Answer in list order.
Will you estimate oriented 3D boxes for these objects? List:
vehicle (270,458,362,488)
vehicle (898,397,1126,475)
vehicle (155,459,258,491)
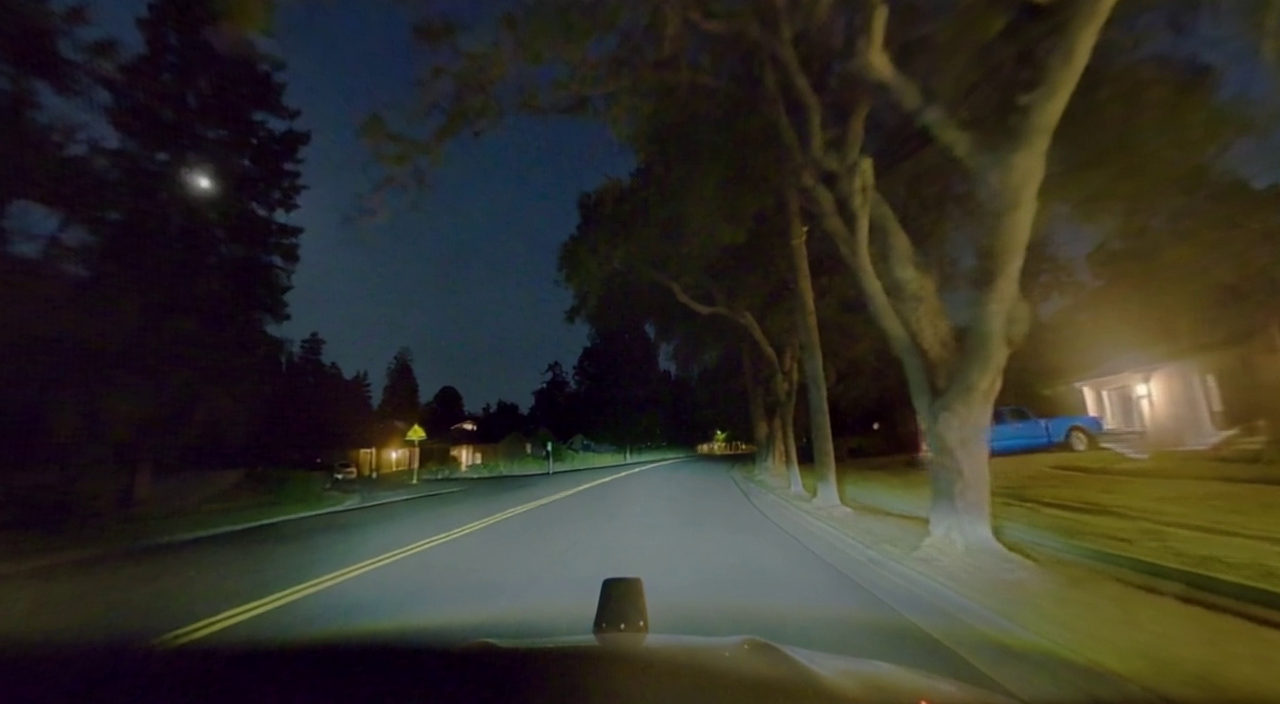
[{"bbox_3d":[-18.374,6.853,35.838,4.270,1.481,1.972,-4,-9,10],"label":"vehicle"},{"bbox_3d":[11.642,2.752,20.218,5.704,1.788,2.095,-7,-10,9],"label":"vehicle"},{"bbox_3d":[-25.159,7.152,36.666,4.751,1.489,2.052,-5,-9,8],"label":"vehicle"}]
